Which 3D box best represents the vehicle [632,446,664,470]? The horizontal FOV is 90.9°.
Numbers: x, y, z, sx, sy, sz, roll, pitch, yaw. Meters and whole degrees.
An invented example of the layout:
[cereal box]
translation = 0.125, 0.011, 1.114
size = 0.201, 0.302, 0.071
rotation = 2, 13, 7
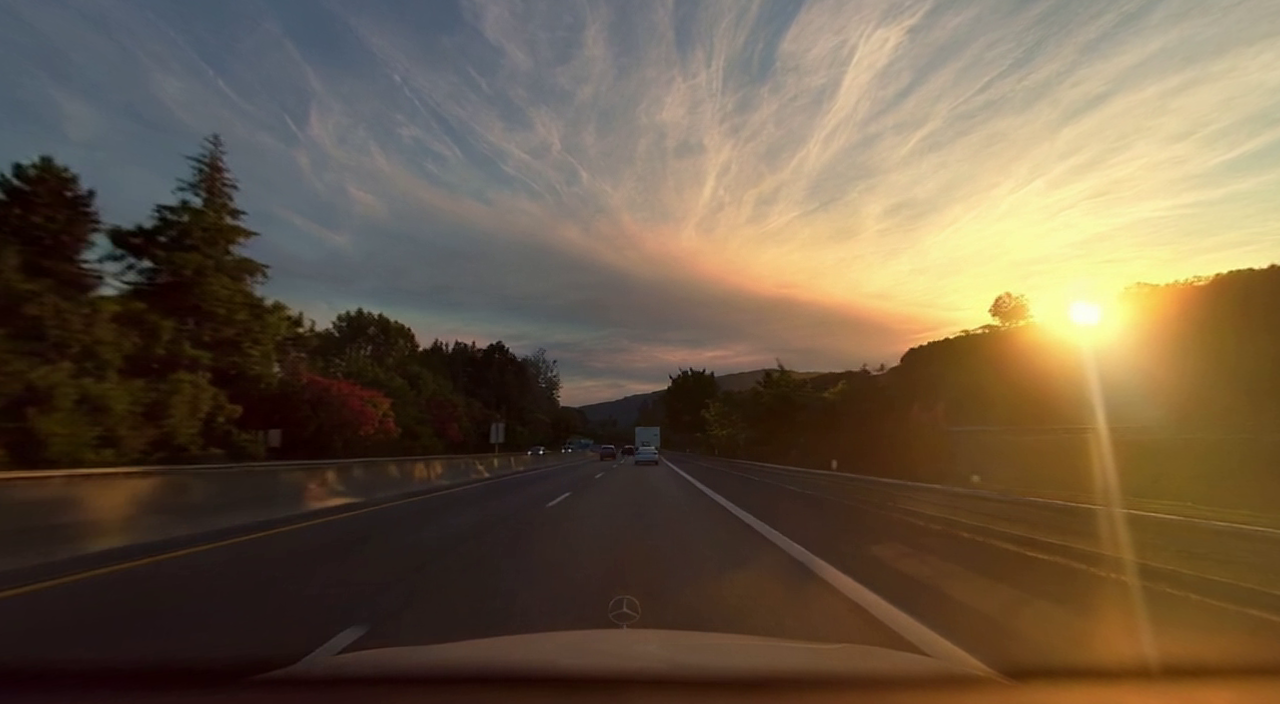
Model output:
[vehicle]
translation = 0.507, 6.857, 40.844
size = 1.934, 1.488, 3.832
rotation = 0, -9, 1
